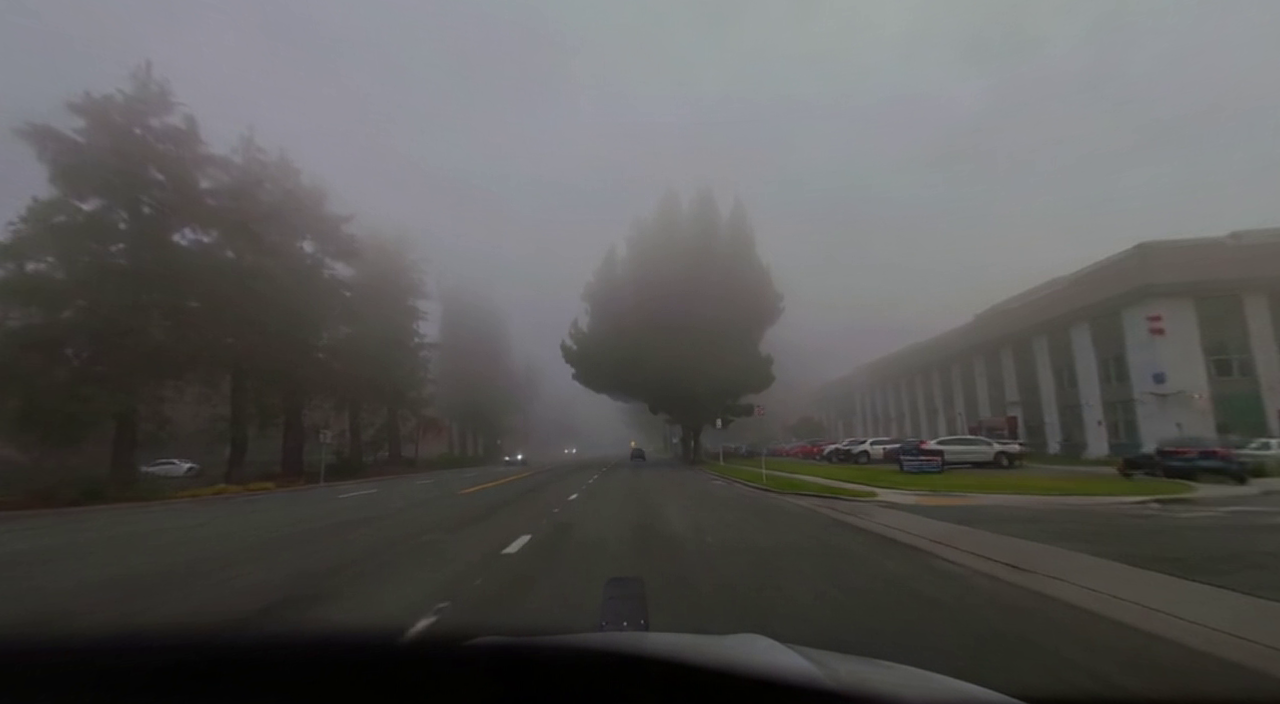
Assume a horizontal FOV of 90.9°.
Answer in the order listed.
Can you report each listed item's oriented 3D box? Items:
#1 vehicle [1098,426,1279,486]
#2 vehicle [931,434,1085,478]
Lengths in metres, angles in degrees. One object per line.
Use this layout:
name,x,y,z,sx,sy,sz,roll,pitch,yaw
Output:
vehicle,18.482,3.479,21.362,1.991,1.682,4.877,-2,-8,-4
vehicle,14.403,4.076,24.847,4.854,1.649,1.886,0,-9,-2
